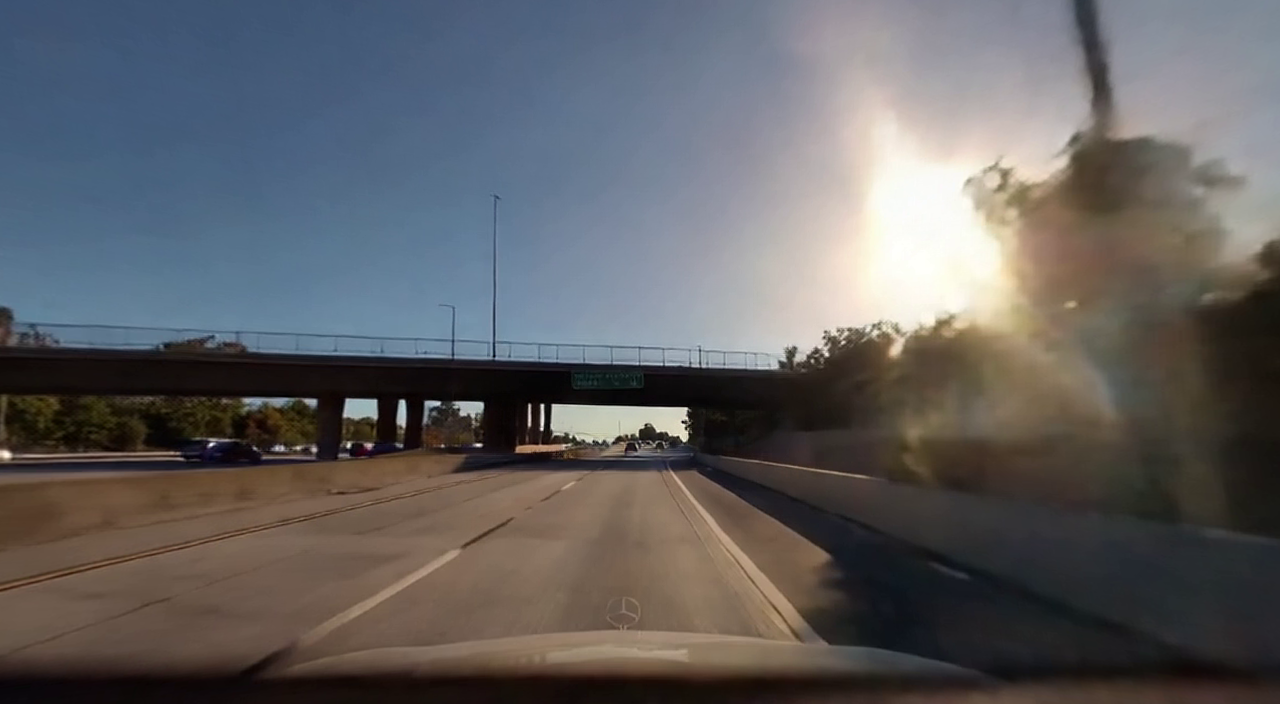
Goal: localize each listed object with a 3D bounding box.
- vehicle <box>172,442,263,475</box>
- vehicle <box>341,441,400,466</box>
[{"bbox_3d":[-21.162,5.303,31.876,1.829,1.520,4.505,0,-8,-6],"label":"vehicle"},{"bbox_3d":[-17.375,6.557,40.934,2.271,1.537,4.029,0,-8,-4],"label":"vehicle"}]
